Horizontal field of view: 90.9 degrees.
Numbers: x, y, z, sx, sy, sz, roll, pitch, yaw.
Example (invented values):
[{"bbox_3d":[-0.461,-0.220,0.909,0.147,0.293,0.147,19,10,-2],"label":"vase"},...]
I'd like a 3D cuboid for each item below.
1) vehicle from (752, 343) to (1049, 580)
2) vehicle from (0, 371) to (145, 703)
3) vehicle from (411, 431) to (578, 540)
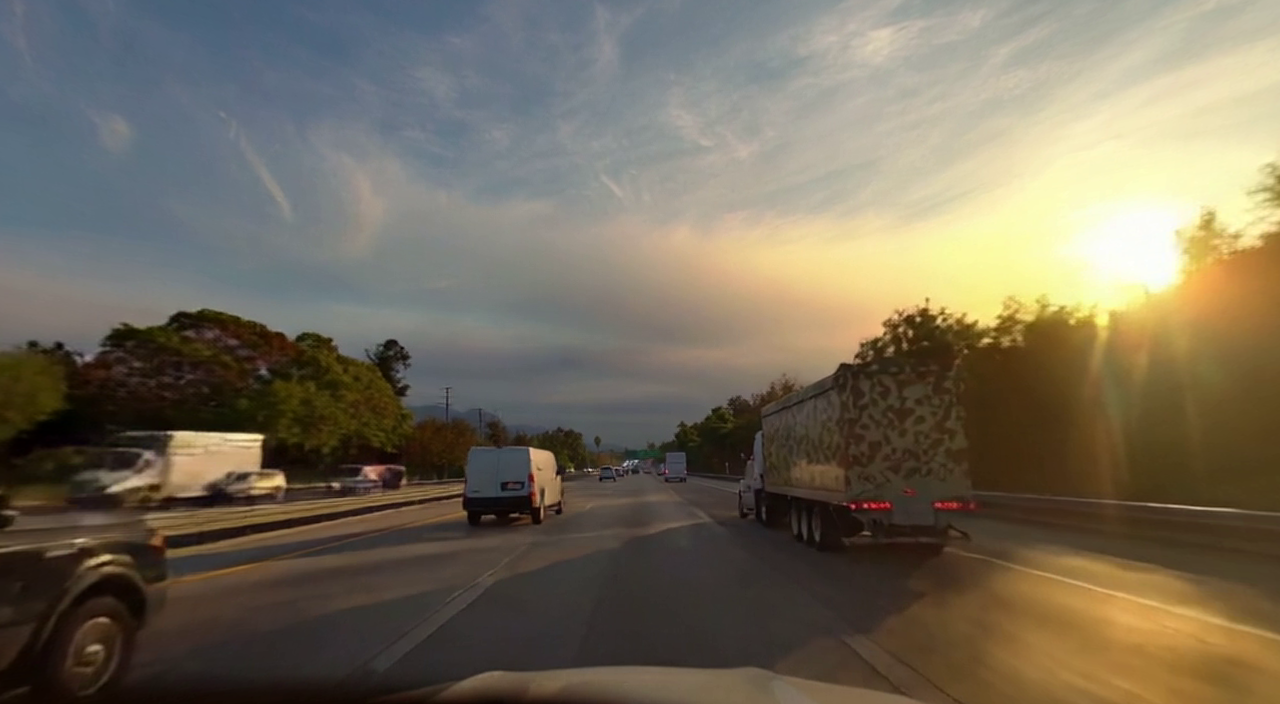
[{"bbox_3d":[3.762,1.839,10.678,2.703,2.988,5.097,1,-11,-1],"label":"vehicle"},{"bbox_3d":[-3.844,0.653,1.301,2.124,1.671,4.262,1,-10,-1],"label":"vehicle"},{"bbox_3d":[-2.897,2.892,14.067,2.378,1.930,5.086,0,-10,1],"label":"vehicle"}]
